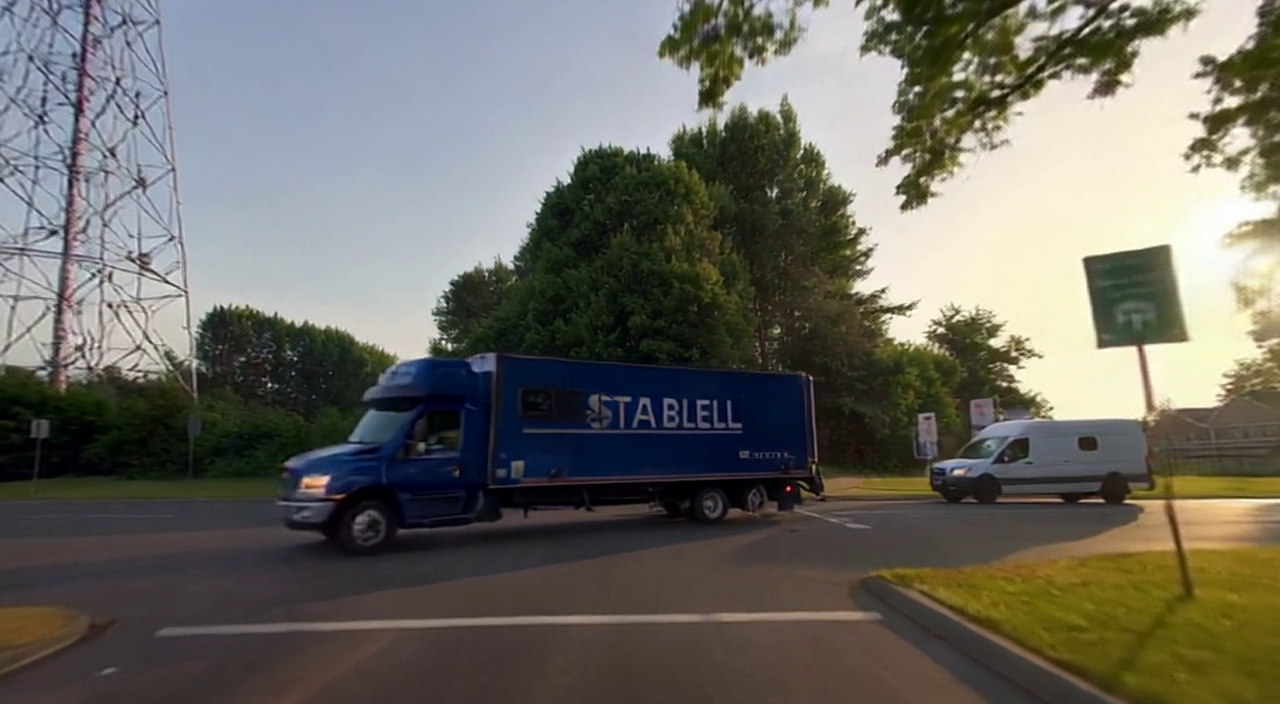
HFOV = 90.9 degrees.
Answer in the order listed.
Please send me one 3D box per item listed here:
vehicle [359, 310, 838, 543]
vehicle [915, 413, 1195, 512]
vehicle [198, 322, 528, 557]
[{"bbox_3d":[-0.410,1.656,13.438,9.765,3.622,2.740,5,-10,-29],"label":"vehicle"},{"bbox_3d":[10.942,2.925,16.981,5.923,2.424,2.247,0,-9,-4],"label":"vehicle"},{"bbox_3d":[-4.652,1.509,10.950,4.552,3.175,2.847,5,-10,-31],"label":"vehicle"}]
